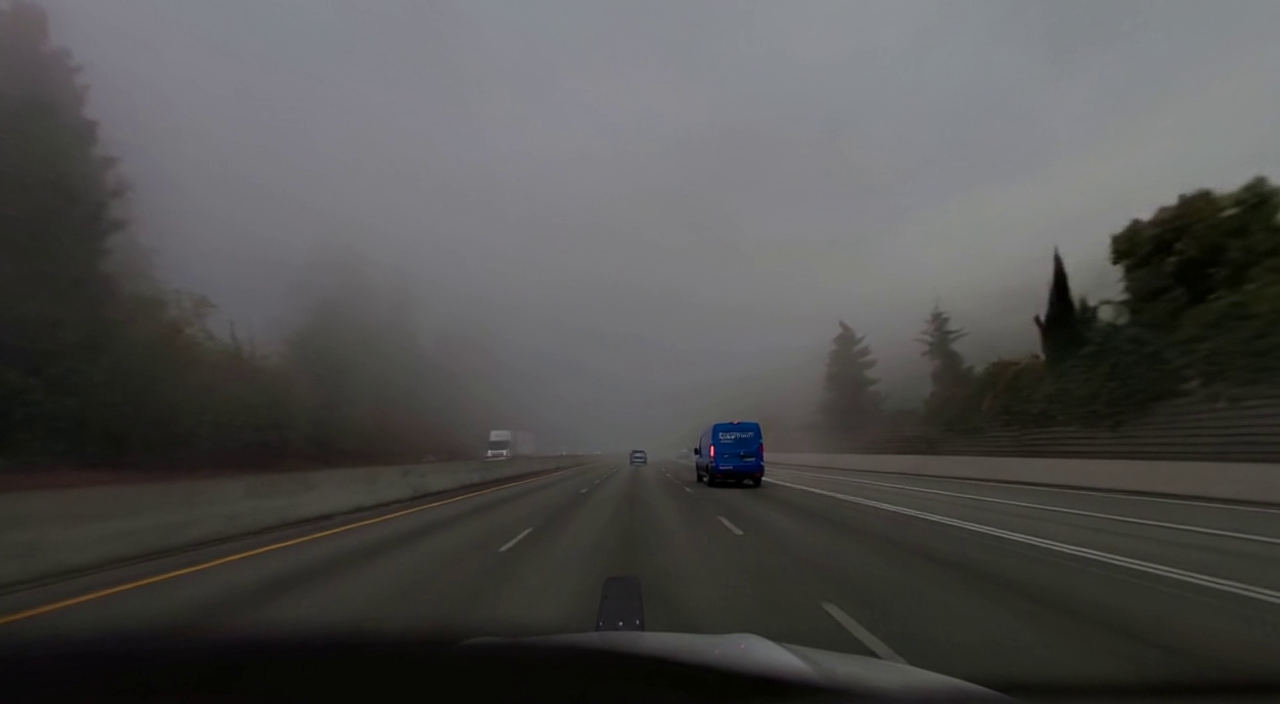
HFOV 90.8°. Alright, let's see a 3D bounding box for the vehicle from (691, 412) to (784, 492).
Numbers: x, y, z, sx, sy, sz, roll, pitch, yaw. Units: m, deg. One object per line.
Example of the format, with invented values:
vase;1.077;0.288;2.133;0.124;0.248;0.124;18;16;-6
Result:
vehicle;3.411;3.726;23.549;2.373;2.561;5.922;0;-9;-2
